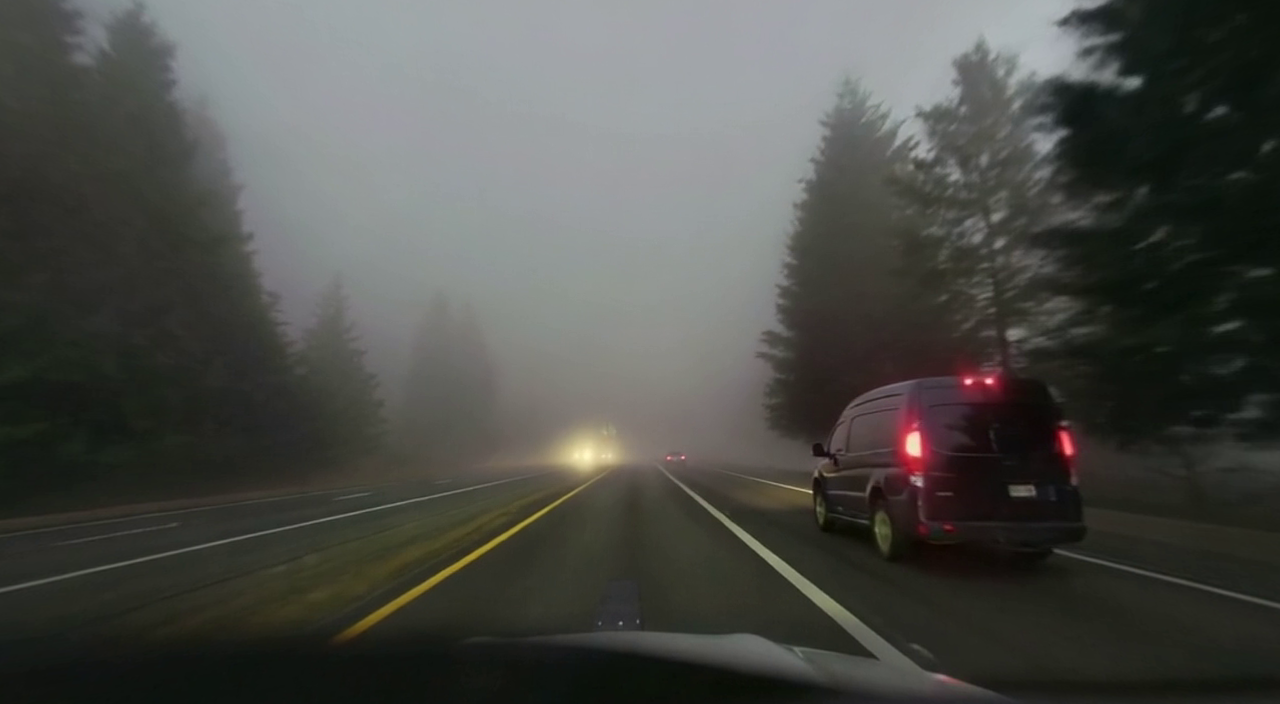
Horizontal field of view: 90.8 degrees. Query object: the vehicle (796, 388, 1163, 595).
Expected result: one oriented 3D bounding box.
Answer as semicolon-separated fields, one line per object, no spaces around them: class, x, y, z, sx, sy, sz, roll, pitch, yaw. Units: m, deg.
vehicle;3.978;1.773;8.900;2.152;1.998;5.380;0;-9;0
